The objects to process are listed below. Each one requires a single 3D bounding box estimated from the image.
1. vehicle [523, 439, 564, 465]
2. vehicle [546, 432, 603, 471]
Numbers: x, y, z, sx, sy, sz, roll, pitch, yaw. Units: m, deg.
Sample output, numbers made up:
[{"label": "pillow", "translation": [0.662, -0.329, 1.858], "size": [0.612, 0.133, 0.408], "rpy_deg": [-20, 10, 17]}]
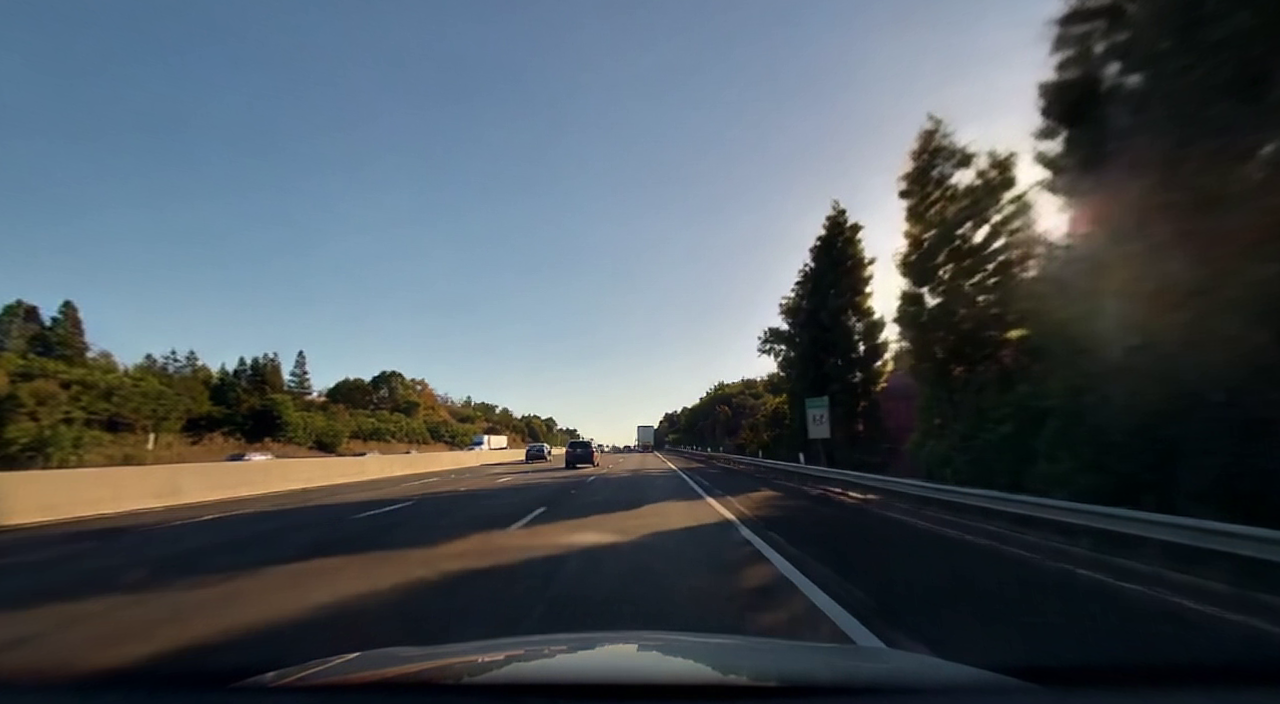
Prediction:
[{"label": "vehicle", "translation": [-6.586, 6.854, 43.481], "size": [2.062, 1.691, 4.278], "rpy_deg": [0, -8, 0]}, {"label": "vehicle", "translation": [-3.249, 5.104, 32.463], "size": [2.283, 1.802, 4.810], "rpy_deg": [0, -8, 1]}]
